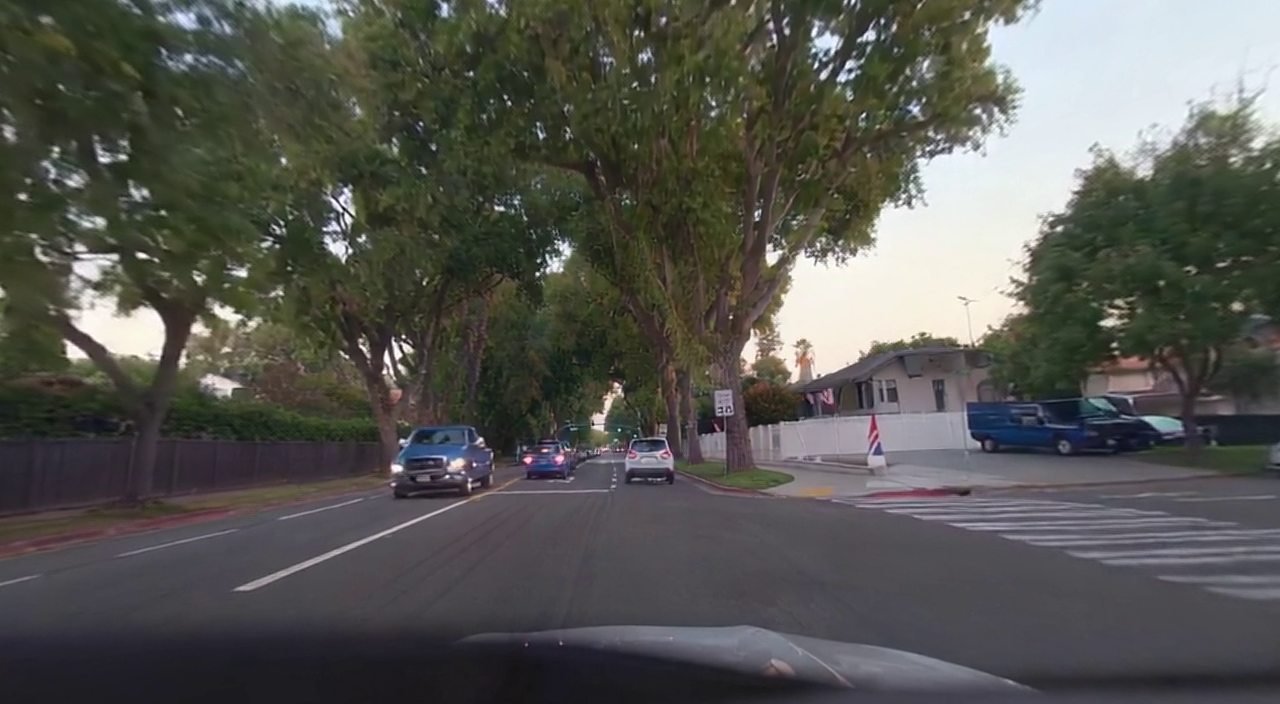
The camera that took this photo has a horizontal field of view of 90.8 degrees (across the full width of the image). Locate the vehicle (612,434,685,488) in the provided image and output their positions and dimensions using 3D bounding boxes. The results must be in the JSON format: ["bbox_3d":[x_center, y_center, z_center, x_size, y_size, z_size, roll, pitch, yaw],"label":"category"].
[{"bbox_3d":[0.176,3.873,22.796,2.258,1.682,4.635,0,-8,-4],"label":"vehicle"}]

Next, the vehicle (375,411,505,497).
[{"bbox_3d":[-7.243,3.838,24.191,2.920,2.707,7.670,0,-8,-4],"label":"vehicle"}]

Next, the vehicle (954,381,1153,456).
[{"bbox_3d":[16.018,2.735,24.824,6.115,2.590,2.371,-7,-10,35],"label":"vehicle"}]

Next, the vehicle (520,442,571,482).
[{"bbox_3d":[-3.927,4.632,27.008,1.919,1.501,4.509,0,-8,-5],"label":"vehicle"}]

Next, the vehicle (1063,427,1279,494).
[{"bbox_3d":[13.034,2.567,15.157,4.462,1.427,1.886,0,-8,-5],"label":"vehicle"}]
